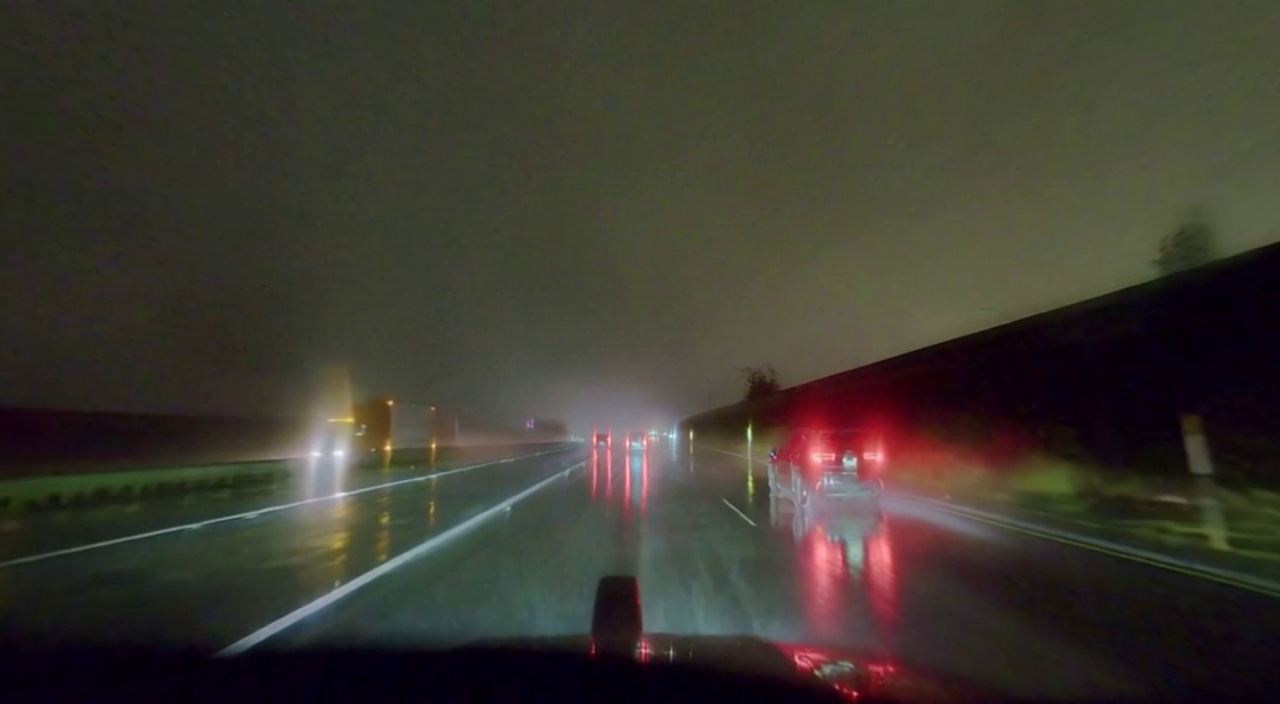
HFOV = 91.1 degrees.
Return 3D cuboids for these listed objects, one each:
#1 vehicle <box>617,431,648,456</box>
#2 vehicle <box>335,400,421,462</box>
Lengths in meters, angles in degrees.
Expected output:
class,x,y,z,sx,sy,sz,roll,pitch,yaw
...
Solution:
class,x,y,z,sx,sy,sz,roll,pitch,yaw
vehicle,-0.560,6.129,42.410,1.984,1.586,3.866,0,-8,-2
vehicle,-17.148,5.248,41.678,2.989,3.797,6.153,0,-8,-1
